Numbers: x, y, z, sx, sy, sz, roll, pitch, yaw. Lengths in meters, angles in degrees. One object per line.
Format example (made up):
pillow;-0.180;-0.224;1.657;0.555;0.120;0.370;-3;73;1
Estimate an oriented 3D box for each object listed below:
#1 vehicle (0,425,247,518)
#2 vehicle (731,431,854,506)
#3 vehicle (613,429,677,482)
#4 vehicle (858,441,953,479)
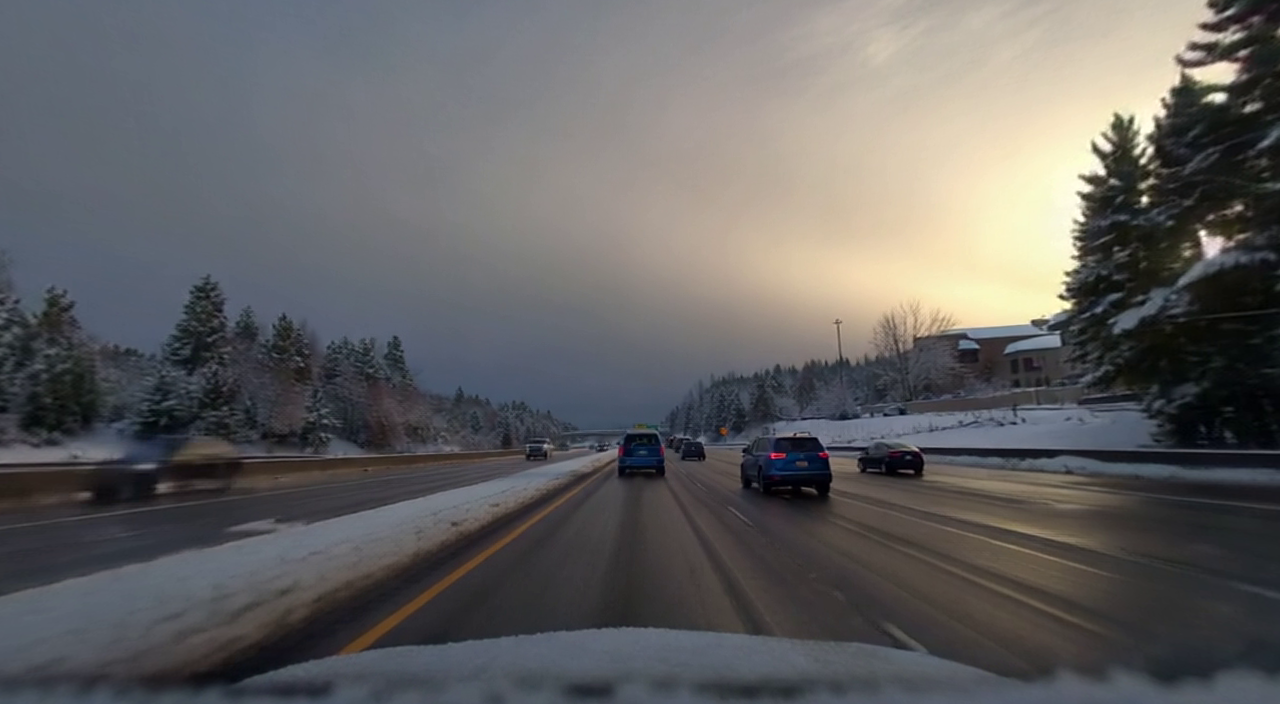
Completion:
vehicle;-14.445;3.232;17.801;2.631;2.140;6.216;0;-8;0
vehicle;3.576;2.806;15.657;2.042;1.592;4.047;0;-8;0
vehicle;0.201;4.064;25.026;2.290;1.862;4.454;0;-8;0
vehicle;10.969;4.481;26.483;2.027;1.446;4.470;0;-8;0
